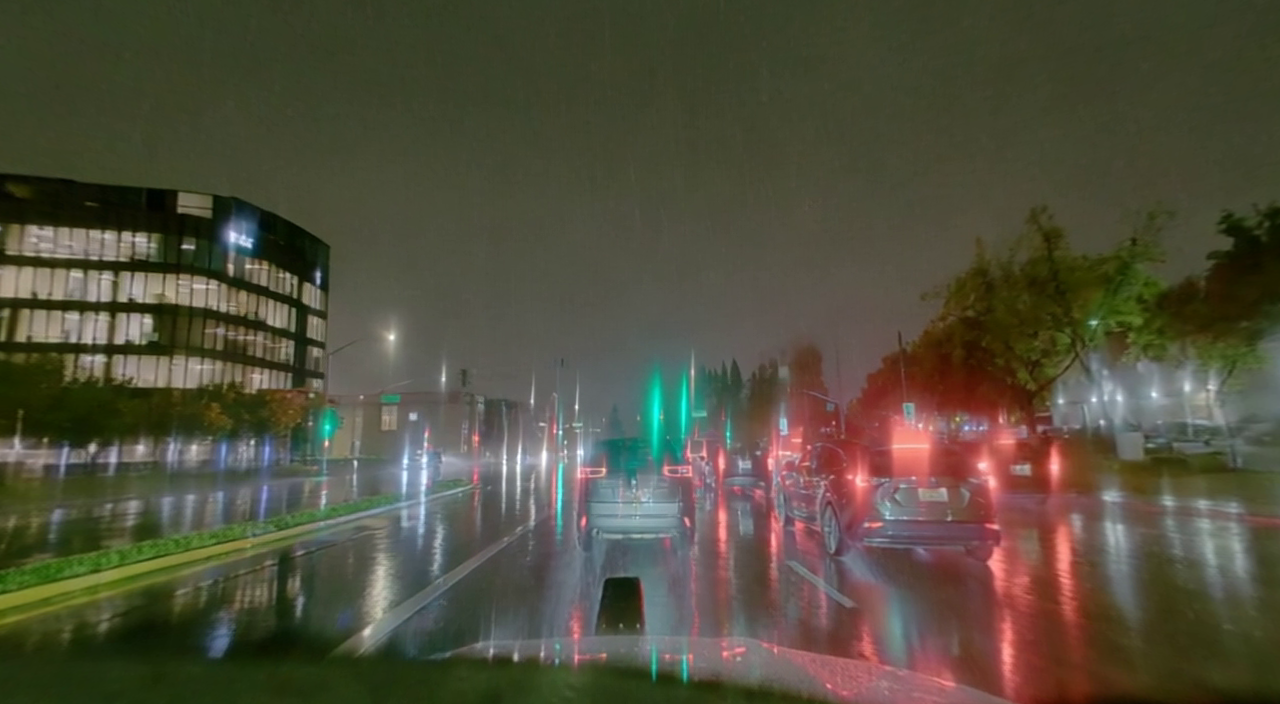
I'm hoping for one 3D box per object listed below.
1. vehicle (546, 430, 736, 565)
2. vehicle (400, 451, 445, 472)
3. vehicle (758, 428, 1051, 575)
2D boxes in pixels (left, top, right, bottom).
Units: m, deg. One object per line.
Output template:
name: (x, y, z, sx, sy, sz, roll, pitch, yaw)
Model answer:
vehicle: (-0.037, 1.924, 9.132, 2.105, 1.474, 4.127, 0, -8, -1)
vehicle: (-16.693, 8.389, 48.724, 1.864, 1.489, 4.346, 0, -8, 0)
vehicle: (3.131, 1.859, 8.770, 1.995, 1.483, 4.533, 0, -8, -2)
